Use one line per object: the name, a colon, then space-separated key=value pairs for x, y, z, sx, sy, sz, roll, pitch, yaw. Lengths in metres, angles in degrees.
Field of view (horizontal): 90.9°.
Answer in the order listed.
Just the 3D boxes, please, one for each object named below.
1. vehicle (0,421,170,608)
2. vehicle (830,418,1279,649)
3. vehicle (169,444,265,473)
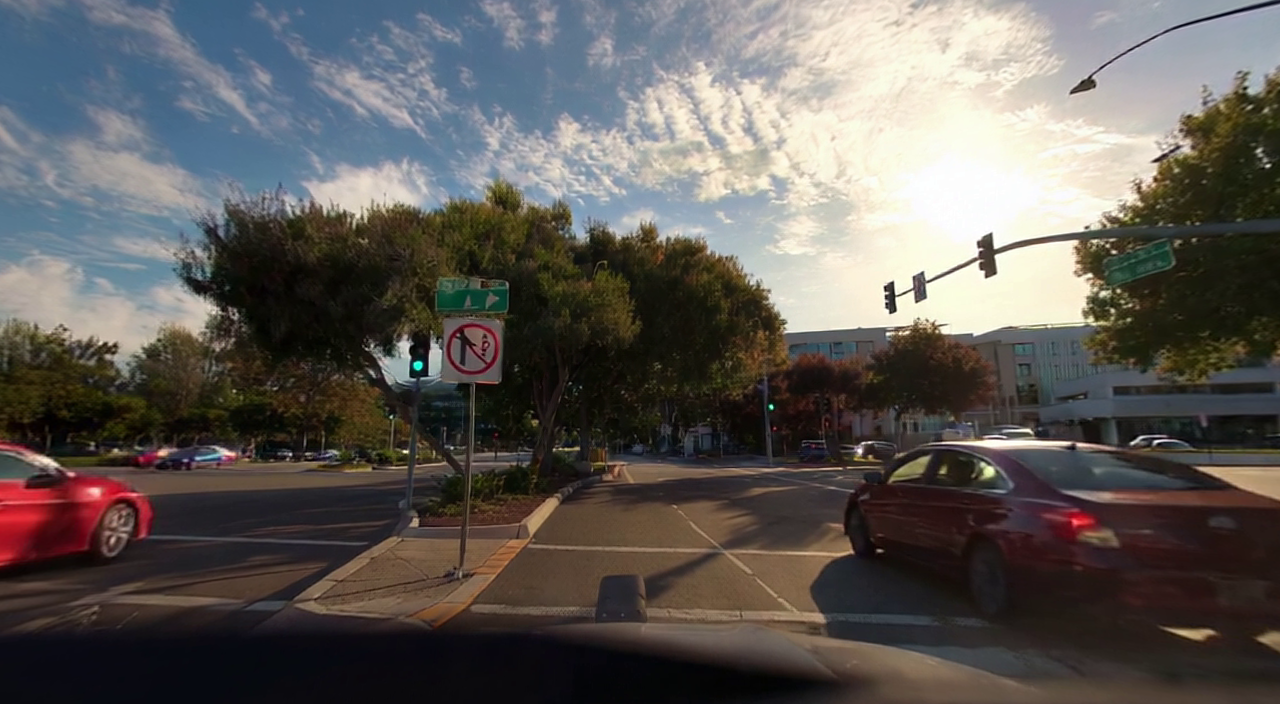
vehicle: x=-6.068 y=1.224 z=4.521 sx=1.995 sy=1.470 sz=4.556 roll=0 pitch=-8 yaw=-2
vehicle: x=3.821 y=1.523 z=6.512 sx=1.940 sy=1.487 sz=4.562 roll=1 pitch=-8 yaw=-5
vehicle: x=-23.435 y=5.904 z=35.144 sx=2.201 sy=1.483 sz=4.656 roll=0 pitch=-8 yaw=-2
